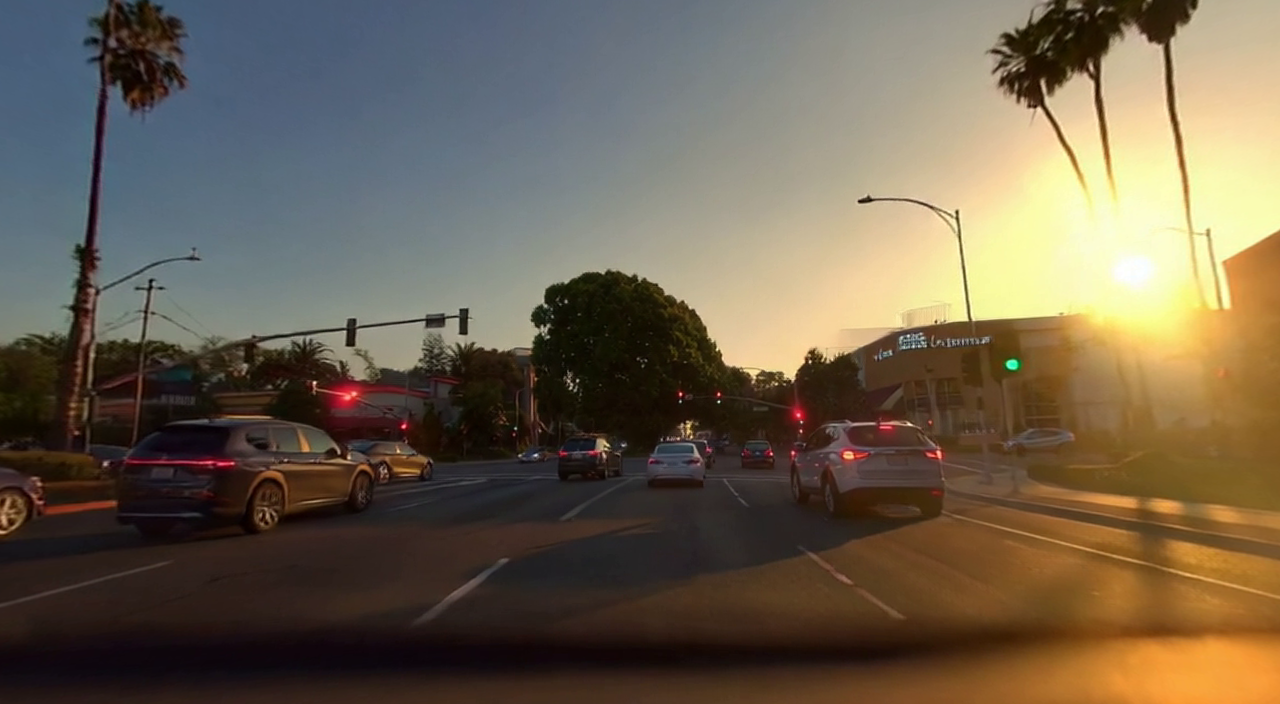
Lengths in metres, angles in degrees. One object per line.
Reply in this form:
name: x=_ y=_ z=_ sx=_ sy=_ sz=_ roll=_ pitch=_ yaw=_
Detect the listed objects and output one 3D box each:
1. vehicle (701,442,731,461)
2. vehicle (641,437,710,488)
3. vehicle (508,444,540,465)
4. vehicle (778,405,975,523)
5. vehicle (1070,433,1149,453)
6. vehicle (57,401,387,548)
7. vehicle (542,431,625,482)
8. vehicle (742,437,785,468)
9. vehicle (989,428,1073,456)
vehicle: x=5.887 y=7.679 z=48.710 sx=1.956 sy=1.369 sz=3.686 roll=-2 pitch=-9 yaw=12
vehicle: x=1.256 y=3.598 z=20.859 sx=2.057 sy=1.492 sz=3.825 roll=-1 pitch=-8 yaw=6
vehicle: x=-8.490 y=7.397 z=45.806 sx=1.918 sy=1.443 sz=4.612 roll=2 pitch=-9 yaw=-14
vehicle: x=4.467 y=2.225 z=13.048 sx=2.267 sy=1.931 sz=5.145 roll=-1 pitch=-8 yaw=3
vehicle: x=36.914 y=7.160 z=49.815 sx=4.517 sy=1.491 sz=1.858 roll=-2 pitch=-9 yaw=12
vehicle: x=-6.429 y=1.940 z=10.639 sx=2.127 sy=1.888 sz=4.637 roll=-1 pitch=-8 yaw=4
vehicle: x=-2.060 y=4.044 z=24.693 sx=2.088 sy=1.746 sz=4.650 roll=-2 pitch=-9 yaw=10
vehicle: x=6.702 y=5.476 z=34.597 sx=2.149 sy=1.532 sz=4.168 roll=-2 pitch=-8 yaw=9
vehicle: x=27.786 y=6.414 z=45.052 sx=4.557 sy=1.848 sz=2.008 roll=-2 pitch=-9 yaw=11
